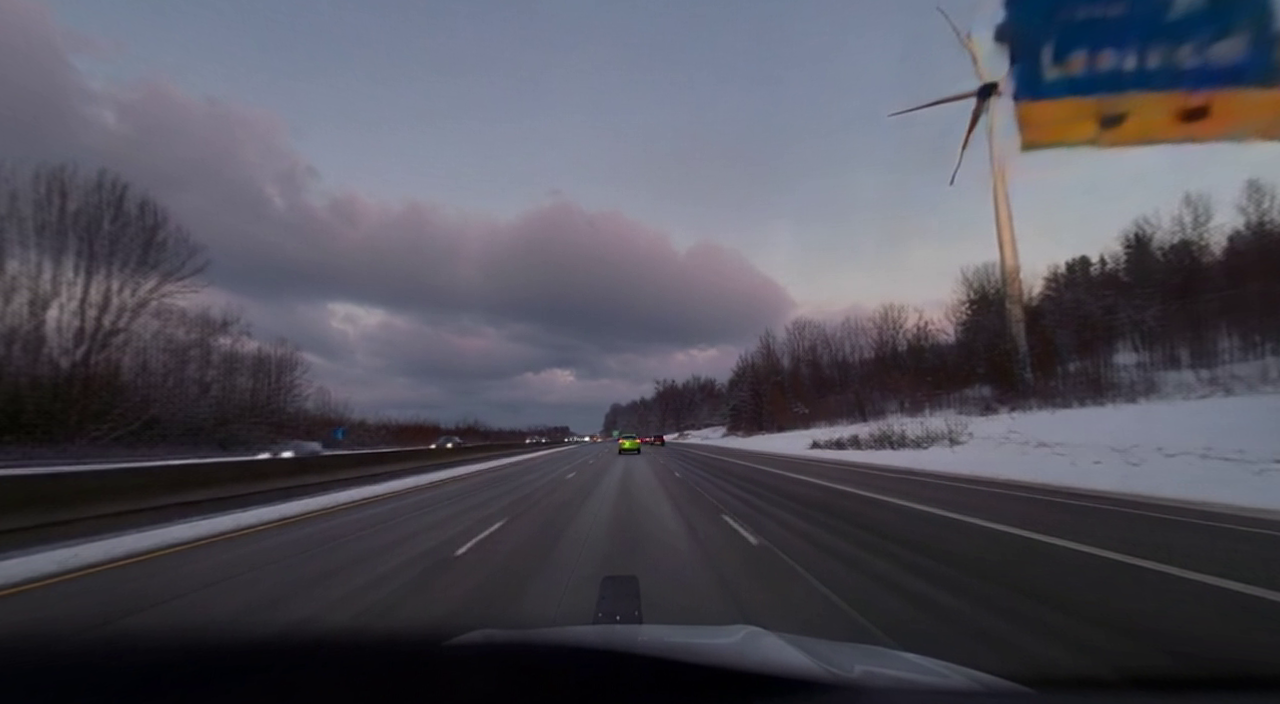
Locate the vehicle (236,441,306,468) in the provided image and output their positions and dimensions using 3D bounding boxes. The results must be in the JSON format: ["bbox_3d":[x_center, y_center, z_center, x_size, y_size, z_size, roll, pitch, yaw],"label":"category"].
[{"bbox_3d":[-23.775,6.603,40.740,1.883,1.640,4.409,0,-8,-1],"label":"vehicle"}]

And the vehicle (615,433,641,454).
[{"bbox_3d":[-0.927,6.913,47.728,1.892,1.496,3.575,0,-8,-2],"label":"vehicle"}]
